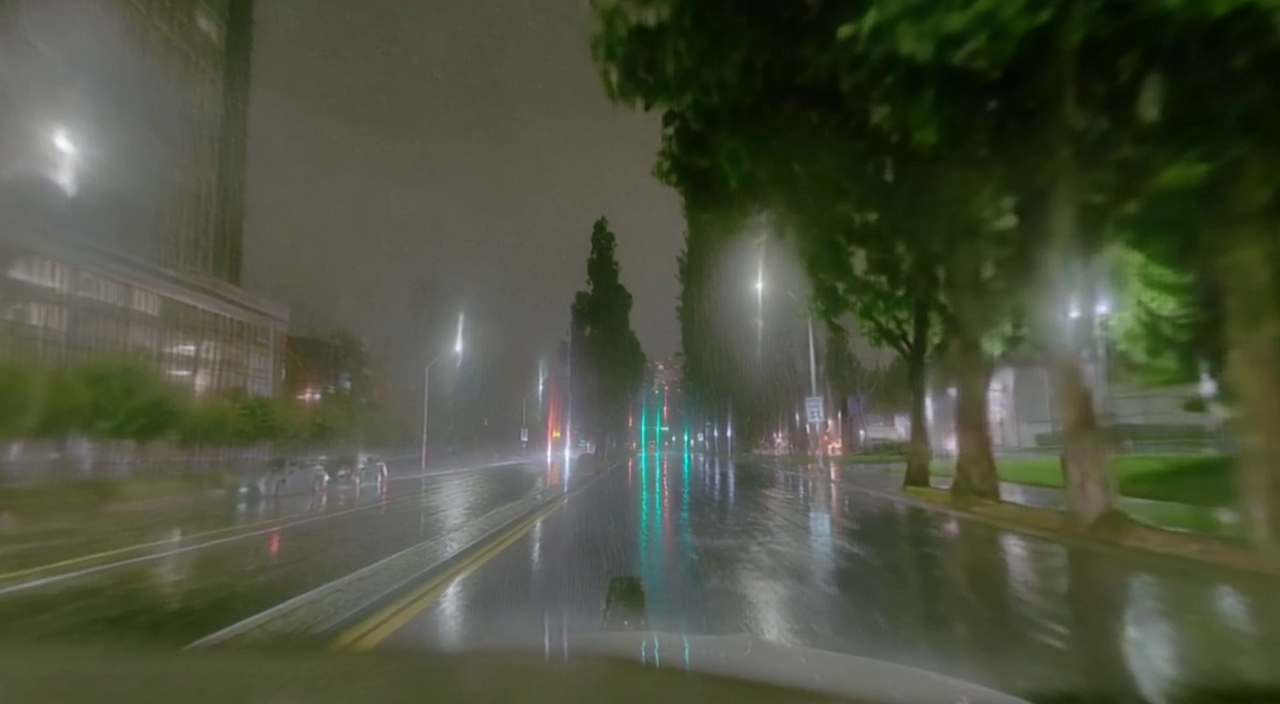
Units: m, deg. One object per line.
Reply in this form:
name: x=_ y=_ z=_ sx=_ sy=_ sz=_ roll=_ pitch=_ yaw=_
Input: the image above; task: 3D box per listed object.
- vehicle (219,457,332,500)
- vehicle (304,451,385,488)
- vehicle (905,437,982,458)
vehicle: x=-14.036 y=4.868 z=24.587 sx=1.835 sy=1.434 sz=4.325 roll=0 pitch=-8 yaw=0
vehicle: x=-13.961 y=5.564 z=30.070 sx=1.816 sy=1.567 sz=3.957 roll=-1 pitch=-8 yaw=2
vehicle: x=21.419 y=6.764 z=44.577 sx=4.404 sy=1.440 sz=1.900 roll=0 pitch=-8 yaw=0
